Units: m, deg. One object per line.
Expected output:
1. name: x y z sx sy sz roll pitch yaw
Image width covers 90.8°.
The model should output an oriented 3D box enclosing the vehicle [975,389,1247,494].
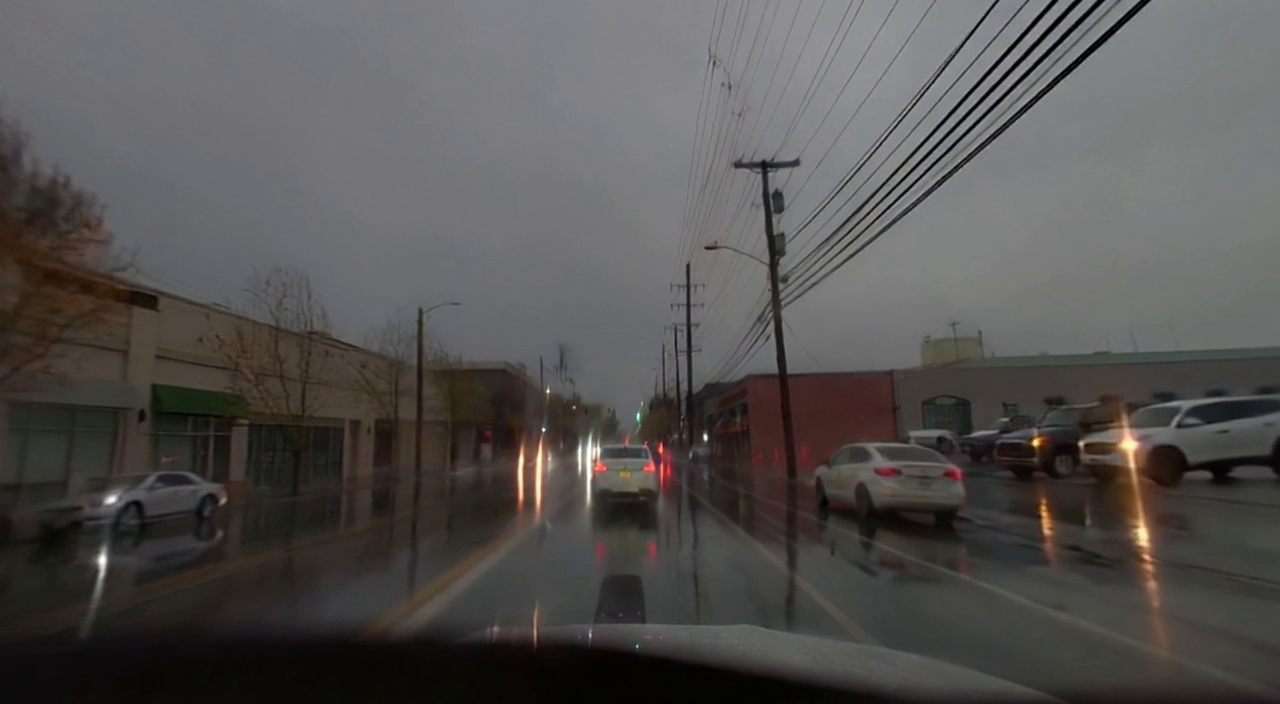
1. vehicle: 11.231 2.248 15.933 2.329 2.145 5.841 0 -8 0

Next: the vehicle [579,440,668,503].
1. vehicle: -0.418 3.141 17.058 2.116 1.479 3.980 0 -8 0

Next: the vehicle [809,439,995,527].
1. vehicle: 5.219 2.628 13.393 1.937 1.523 4.541 0 -8 -1

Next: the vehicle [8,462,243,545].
1. vehicle: -11.505 3.362 14.632 1.817 1.480 4.282 0 -8 0
